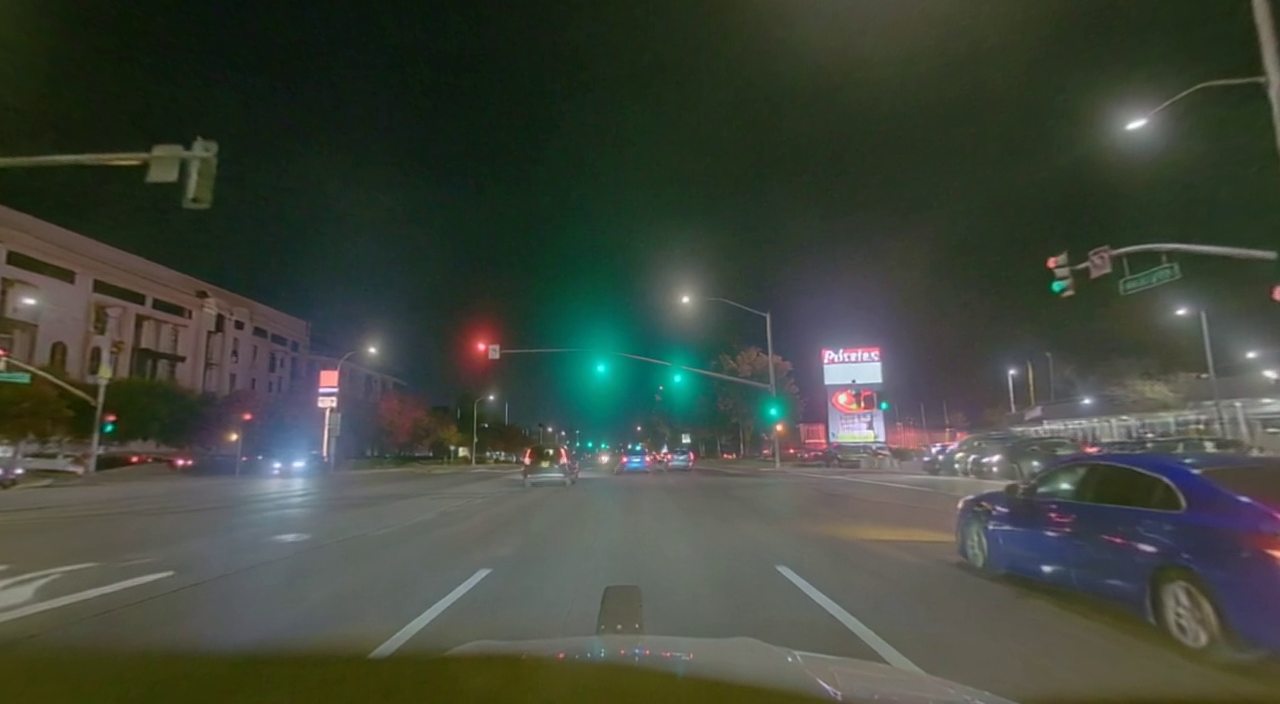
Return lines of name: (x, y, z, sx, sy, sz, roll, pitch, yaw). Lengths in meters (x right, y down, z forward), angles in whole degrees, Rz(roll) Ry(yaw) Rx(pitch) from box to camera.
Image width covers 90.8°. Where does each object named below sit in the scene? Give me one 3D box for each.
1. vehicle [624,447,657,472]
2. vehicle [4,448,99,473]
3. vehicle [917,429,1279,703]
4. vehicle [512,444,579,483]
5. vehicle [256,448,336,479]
vehicle: (0.002, 7.037, 41.586, 2.072, 1.473, 4.139, 0, -8, -1)
vehicle: (-42.073, 7.752, 45.239, 4.735, 1.715, 2.095, -1, -8, 2)
vehicle: (4.524, 1.465, 5.486, 2.119, 1.479, 4.910, 0, -8, 2)
vehicle: (-4.007, 4.798, 27.594, 2.035, 1.564, 4.702, -1, -8, 2)
vehicle: (-21.994, 7.127, 40.728, 2.066, 1.835, 5.580, 0, -8, 0)
